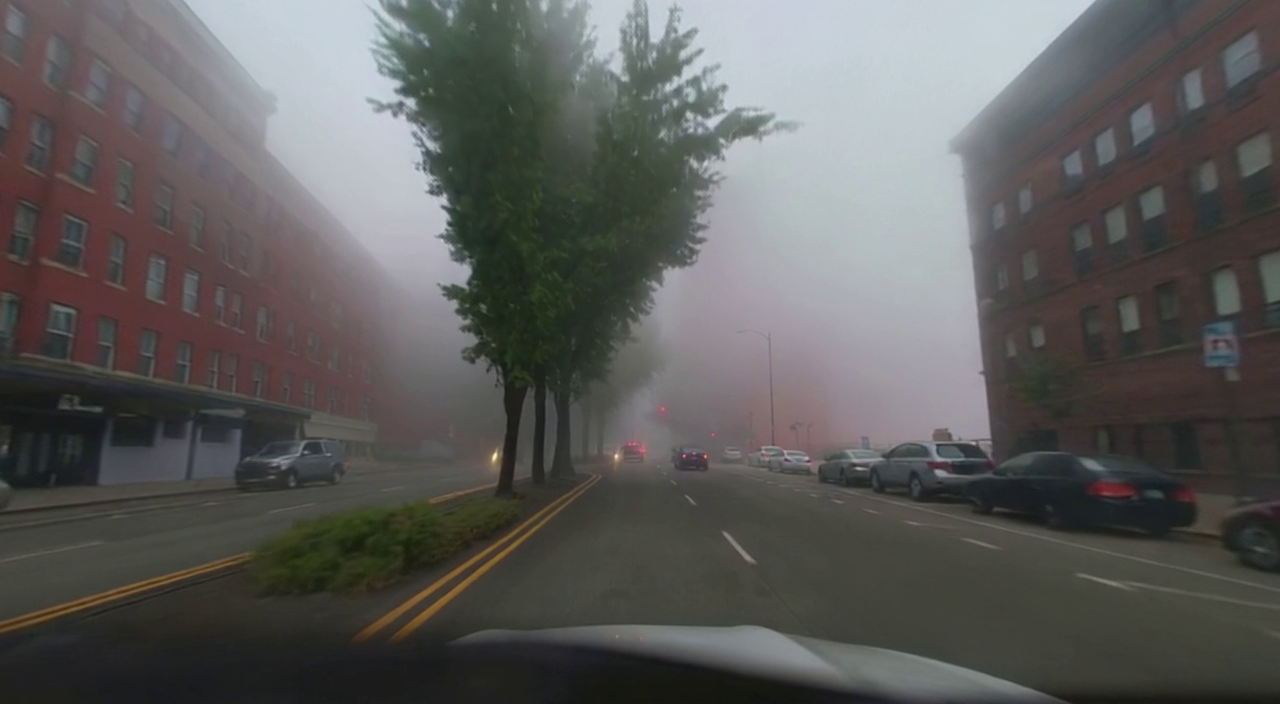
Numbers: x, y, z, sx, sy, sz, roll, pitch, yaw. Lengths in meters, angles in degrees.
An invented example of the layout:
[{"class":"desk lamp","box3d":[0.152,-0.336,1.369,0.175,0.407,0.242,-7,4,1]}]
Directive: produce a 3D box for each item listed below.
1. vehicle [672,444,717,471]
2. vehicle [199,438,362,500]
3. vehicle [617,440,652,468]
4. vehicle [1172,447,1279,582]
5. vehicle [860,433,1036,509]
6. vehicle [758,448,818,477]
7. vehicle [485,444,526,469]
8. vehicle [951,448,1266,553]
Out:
[{"class":"vehicle","box3d":[3.211,6.344,38.288,2.238,1.499,4.964,0,-8,0]},{"class":"vehicle","box3d":[-14.462,4.710,26.111,2.822,2.230,6.145,0,-9,3]},{"class":"vehicle","box3d":[-0.409,7.239,45.117,2.329,1.842,4.537,0,-8,-1]},{"class":"vehicle","box3d":[8.064,1.614,5.814,2.030,1.444,4.832,0,-8,-1]},{"class":"vehicle","box3d":[8.144,3.198,17.408,2.310,1.753,4.814,0,-9,-1]},{"class":"vehicle","box3d":[8.101,6.067,35.026,2.054,1.455,4.786,0,-8,-2]},{"class":"vehicle","box3d":[-10.151,7.920,48.058,2.212,1.784,4.626,0,-8,-2]},{"class":"vehicle","box3d":[8.052,2.535,11.686,2.075,1.467,4.800,0,-8,-1]}]
